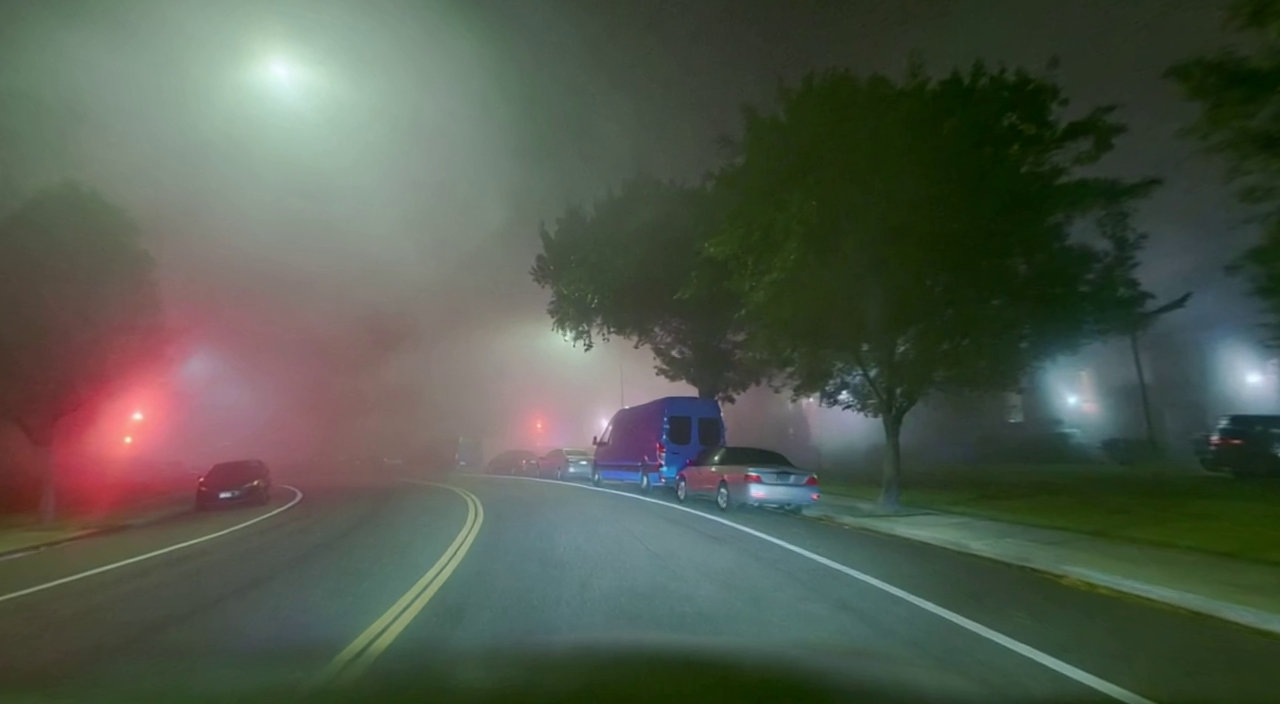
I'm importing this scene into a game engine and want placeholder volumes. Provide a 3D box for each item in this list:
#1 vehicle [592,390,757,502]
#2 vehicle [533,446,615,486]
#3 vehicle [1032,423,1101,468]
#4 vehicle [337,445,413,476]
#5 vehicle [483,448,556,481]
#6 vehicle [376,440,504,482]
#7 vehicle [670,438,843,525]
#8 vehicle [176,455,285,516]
[{"bbox_3d":[0.652,2.819,18.978,2.406,2.689,6.916,3,-9,-20],"label":"vehicle"},{"bbox_3d":[-2.857,4.657,26.174,1.961,1.456,4.569,4,-9,-25],"label":"vehicle"},{"bbox_3d":[17.762,3.890,26.165,1.830,1.648,4.635,-9,-12,37],"label":"vehicle"},{"bbox_3d":[-19.272,7.806,45.652,6.647,2.035,2.309,-8,-11,41],"label":"vehicle"},{"bbox_3d":[-6.139,5.604,31.722,1.957,1.479,4.554,6,-10,-34],"label":"vehicle"},{"bbox_3d":[-12.822,6.844,39.603,10.370,2.164,3.041,-10,-11,43],"label":"vehicle"},{"bbox_3d":[2.150,2.556,13.119,1.891,1.466,4.362,2,-9,-14],"label":"vehicle"},{"bbox_3d":[-11.700,3.776,18.301,1.985,1.485,3.820,3,-9,-24],"label":"vehicle"}]
